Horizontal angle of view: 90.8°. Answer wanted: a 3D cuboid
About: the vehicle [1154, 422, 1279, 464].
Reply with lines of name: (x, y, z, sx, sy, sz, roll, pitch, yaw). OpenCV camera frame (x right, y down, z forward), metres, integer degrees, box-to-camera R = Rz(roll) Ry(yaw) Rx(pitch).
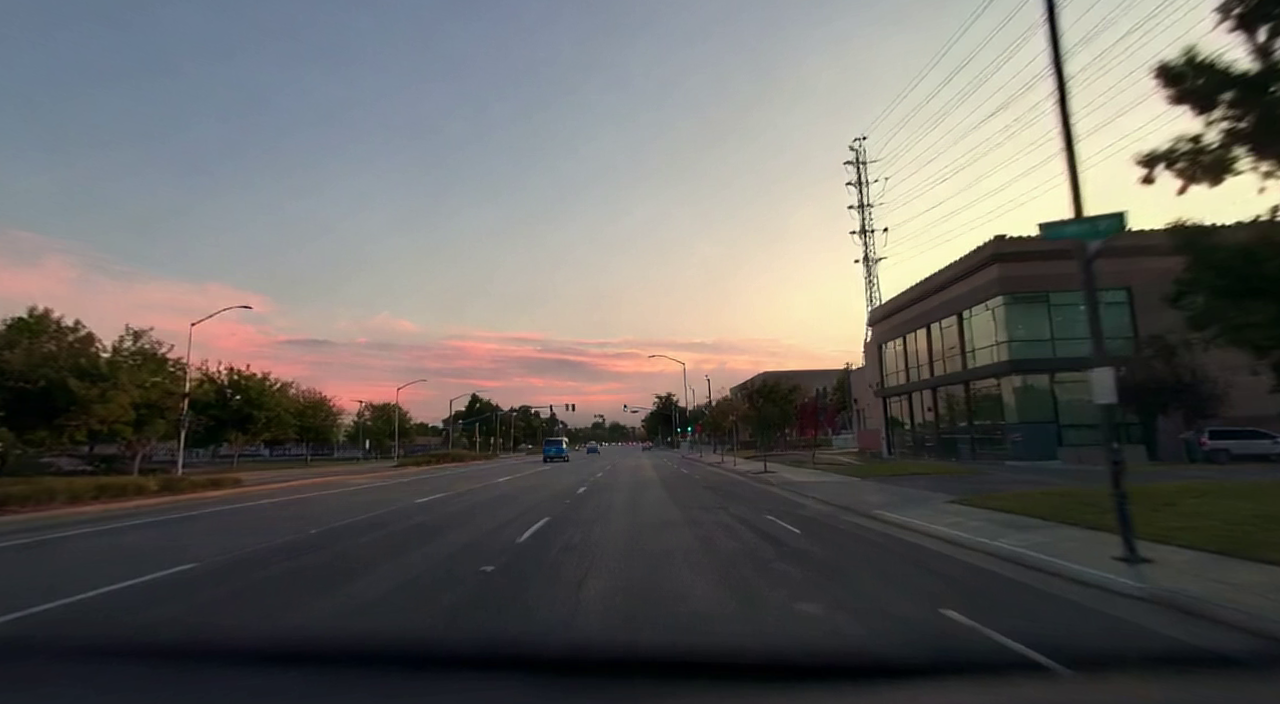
vehicle: (22.625, 3.487, 24.171, 1.847, 1.438, 4.601, 0, -8, -3)

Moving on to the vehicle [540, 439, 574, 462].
vehicle: (-6.475, 7.705, 49.616, 2.052, 1.662, 4.299, 0, -8, 0)
